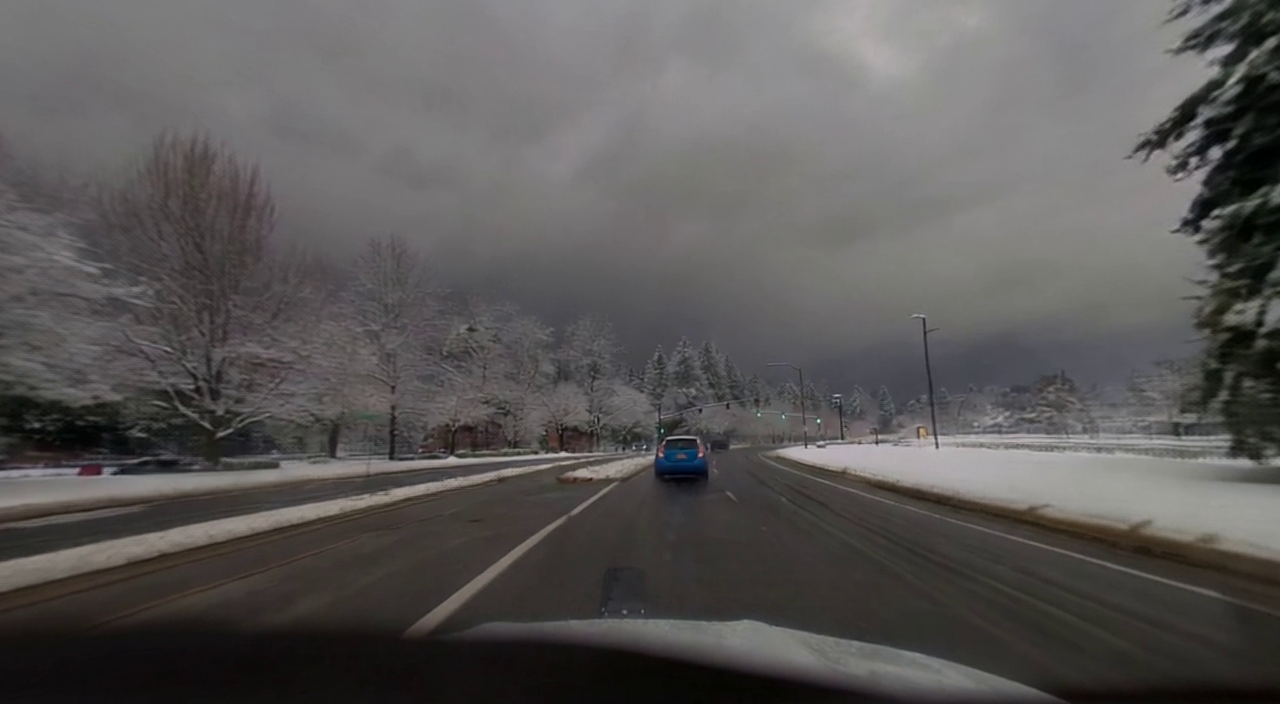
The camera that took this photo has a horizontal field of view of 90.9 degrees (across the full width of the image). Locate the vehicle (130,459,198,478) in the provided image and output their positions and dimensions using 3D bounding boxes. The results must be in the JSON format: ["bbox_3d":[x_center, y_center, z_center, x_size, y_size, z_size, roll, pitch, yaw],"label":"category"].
[{"bbox_3d":[-37.460,9.143,49.658,4.261,1.430,1.806,-2,-9,11],"label":"vehicle"}]

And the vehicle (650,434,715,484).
[{"bbox_3d":[1.468,3.603,21.522,2.010,1.535,3.735,-1,-8,5],"label":"vehicle"}]
